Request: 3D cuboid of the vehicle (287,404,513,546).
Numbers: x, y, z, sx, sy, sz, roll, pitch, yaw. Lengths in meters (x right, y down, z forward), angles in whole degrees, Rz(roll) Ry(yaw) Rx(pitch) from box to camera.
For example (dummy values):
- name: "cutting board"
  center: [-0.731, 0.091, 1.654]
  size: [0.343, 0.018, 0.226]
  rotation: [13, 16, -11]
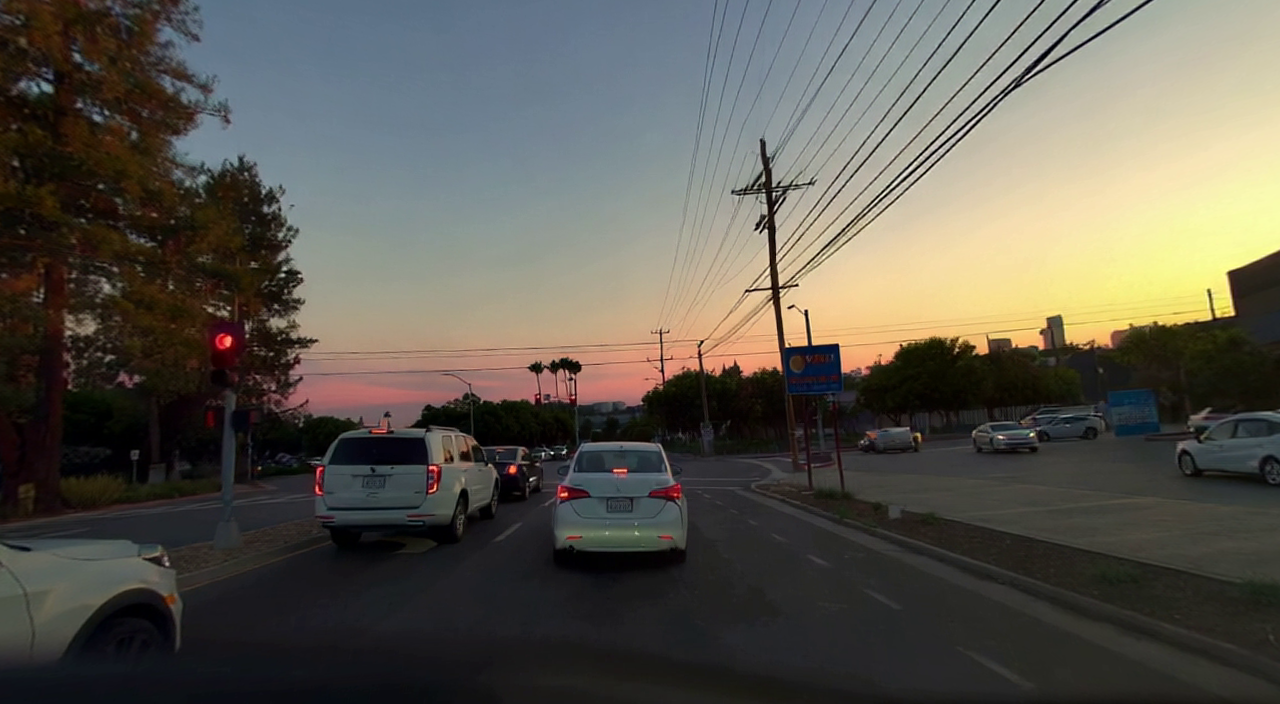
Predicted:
- name: "vehicle"
  center: [-3.853, 2.086, 11.370]
  size: [2.147, 1.963, 4.927]
  rotation: [0, -8, -1]

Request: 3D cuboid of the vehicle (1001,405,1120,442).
- name: "vehicle"
  center: [26.840, 4.634, 40.511]
  size: [5.782, 2.286, 2.223]
  rotation: [-1, -9, 4]

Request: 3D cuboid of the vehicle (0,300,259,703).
- name: "vehicle"
  center: [-3.589, 0.635, 1.527]
  size: [2.085, 1.943, 5.053]
  rotation: [0, -8, 1]

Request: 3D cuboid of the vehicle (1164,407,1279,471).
- name: "vehicle"
  center: [17.006, 2.547, 18.278]
  size: [1.858, 1.622, 4.491]
  rotation: [-5, -10, 28]

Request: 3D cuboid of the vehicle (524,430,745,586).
- name: "vehicle"
  center: [-0.100, 1.801, 8.139]
  size: [2.121, 1.474, 3.968]
  rotation: [0, -8, -1]
